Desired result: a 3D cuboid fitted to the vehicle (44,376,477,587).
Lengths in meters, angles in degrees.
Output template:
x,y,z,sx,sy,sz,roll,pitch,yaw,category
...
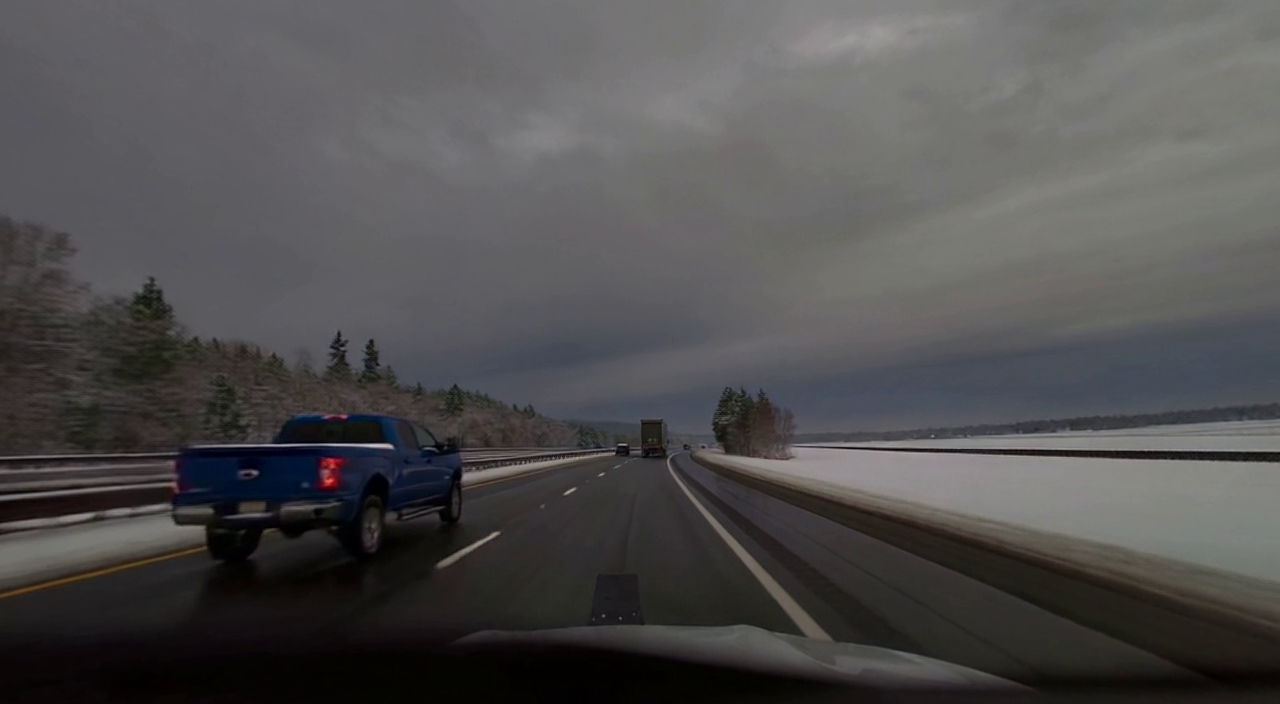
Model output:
x,y,z,sx,sy,sz,roll,pitch,yaw,category
-3.936,1.486,7.995,2.295,1.815,4.983,0,-9,1,vehicle
